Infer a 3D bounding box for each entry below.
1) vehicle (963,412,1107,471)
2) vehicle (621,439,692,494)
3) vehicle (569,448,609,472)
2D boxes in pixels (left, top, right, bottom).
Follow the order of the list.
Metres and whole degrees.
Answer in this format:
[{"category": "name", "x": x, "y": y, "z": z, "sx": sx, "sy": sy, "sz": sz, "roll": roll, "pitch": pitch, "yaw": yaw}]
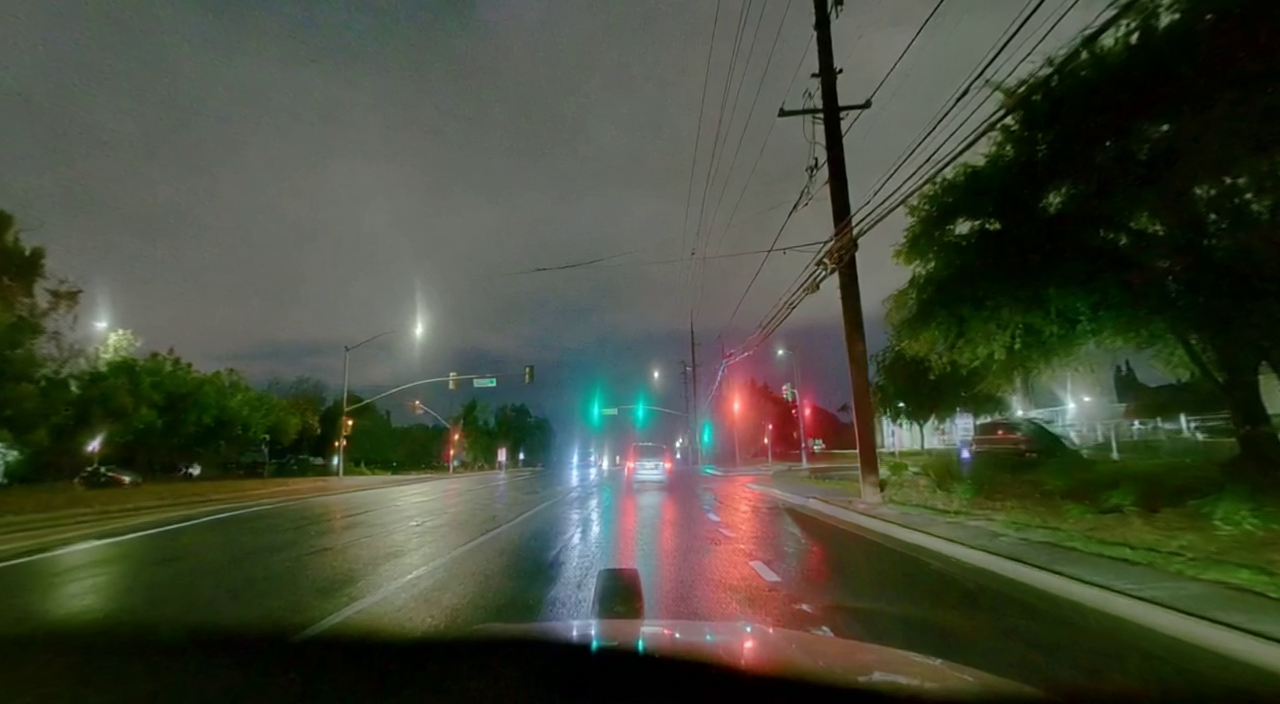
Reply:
[{"category": "vehicle", "x": 14.495, "y": 3.378, "z": 23.685, "sx": 2.225, "sy": 1.922, "sz": 5.243, "roll": -1, "pitch": -9, "yaw": 3}, {"category": "vehicle", "x": 0.552, "y": 3.746, "z": 21.017, "sx": 2.156, "sy": 1.636, "sz": 3.923, "roll": 0, "pitch": -9, "yaw": 2}, {"category": "vehicle", "x": -3.295, "y": 7.082, "z": 41.778, "sx": 2.153, "sy": 1.474, "sz": 4.284, "roll": 0, "pitch": -9, "yaw": 2}]
